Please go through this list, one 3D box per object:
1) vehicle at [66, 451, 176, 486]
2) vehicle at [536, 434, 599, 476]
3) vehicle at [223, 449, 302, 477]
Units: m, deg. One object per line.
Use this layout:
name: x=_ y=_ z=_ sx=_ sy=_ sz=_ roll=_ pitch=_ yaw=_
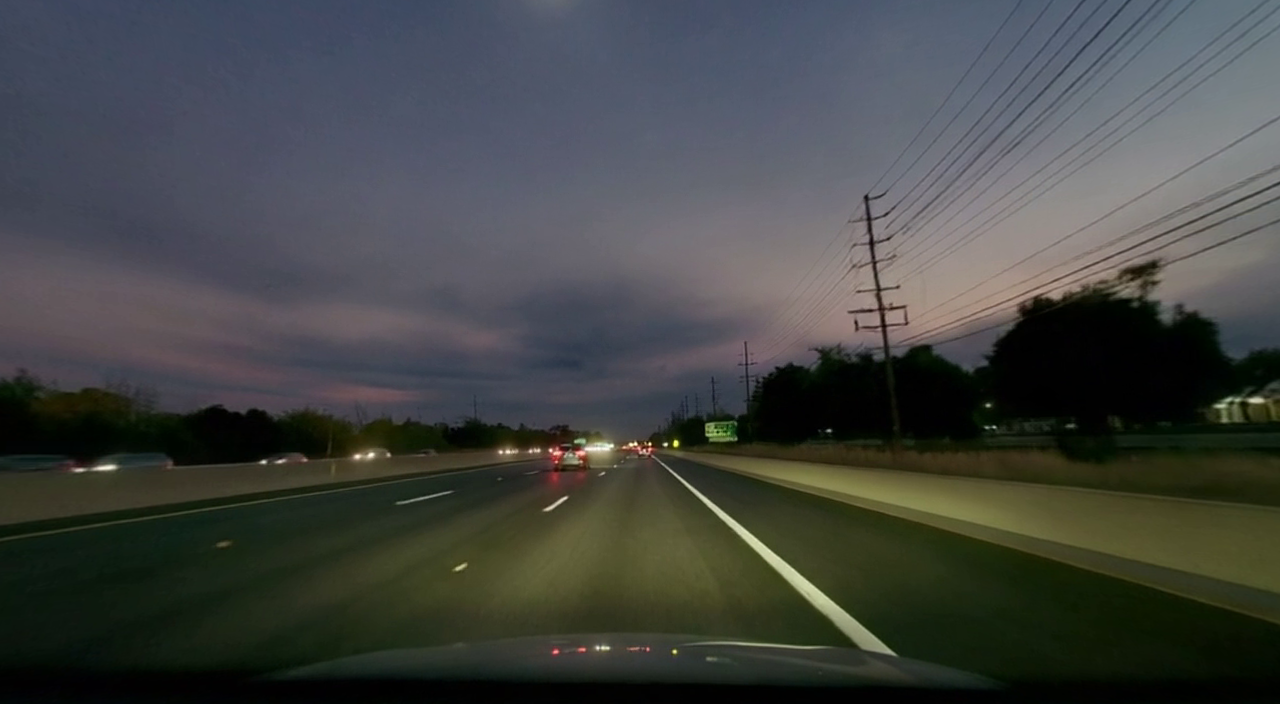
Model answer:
vehicle: x=-28.781 y=6.433 z=35.168 sx=1.973 sy=1.811 sz=4.881 roll=0 pitch=-9 yaw=0
vehicle: x=-3.636 y=5.315 z=32.689 sx=2.577 sy=1.939 sz=5.408 roll=0 pitch=-9 yaw=1
vehicle: x=-24.542 y=7.226 z=41.204 sx=2.018 sy=1.724 sz=4.942 roll=0 pitch=-9 yaw=1
